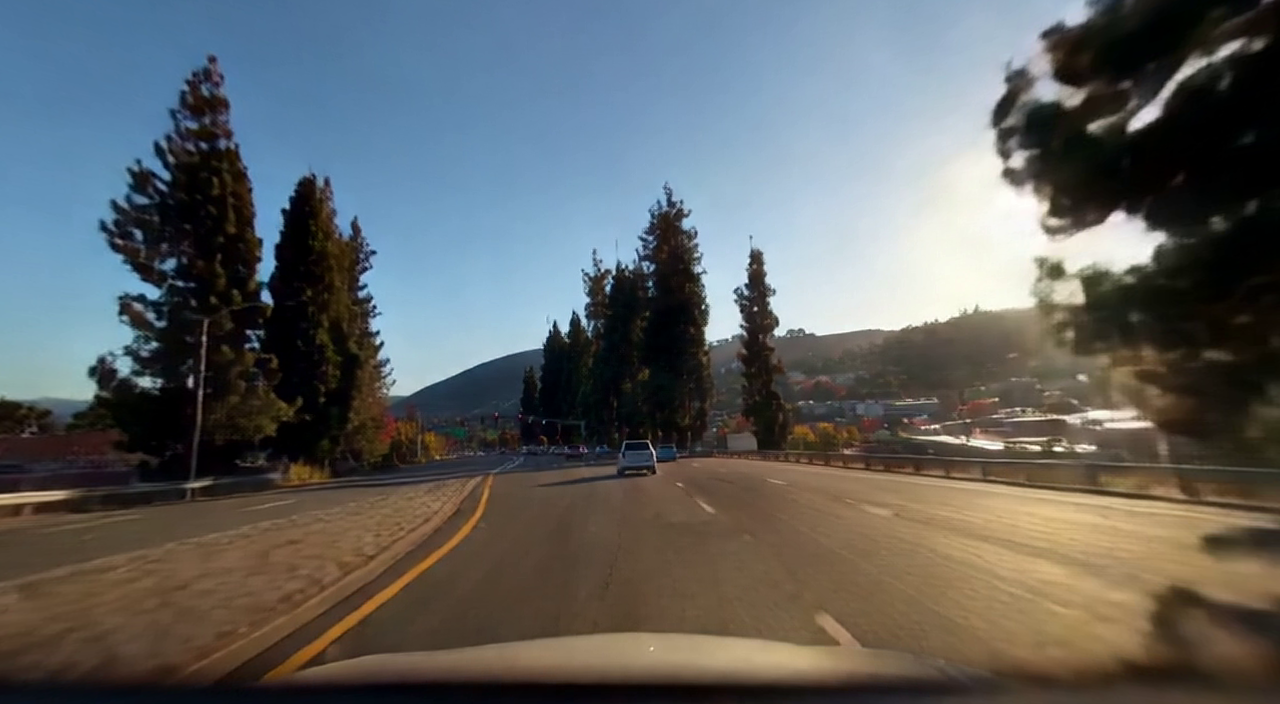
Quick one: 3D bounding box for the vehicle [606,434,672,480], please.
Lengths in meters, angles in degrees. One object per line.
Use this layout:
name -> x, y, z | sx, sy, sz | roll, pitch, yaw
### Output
vehicle -> -0.156, 4.396, 26.671 | 2.253, 1.756, 4.313 | 1, -9, -7
